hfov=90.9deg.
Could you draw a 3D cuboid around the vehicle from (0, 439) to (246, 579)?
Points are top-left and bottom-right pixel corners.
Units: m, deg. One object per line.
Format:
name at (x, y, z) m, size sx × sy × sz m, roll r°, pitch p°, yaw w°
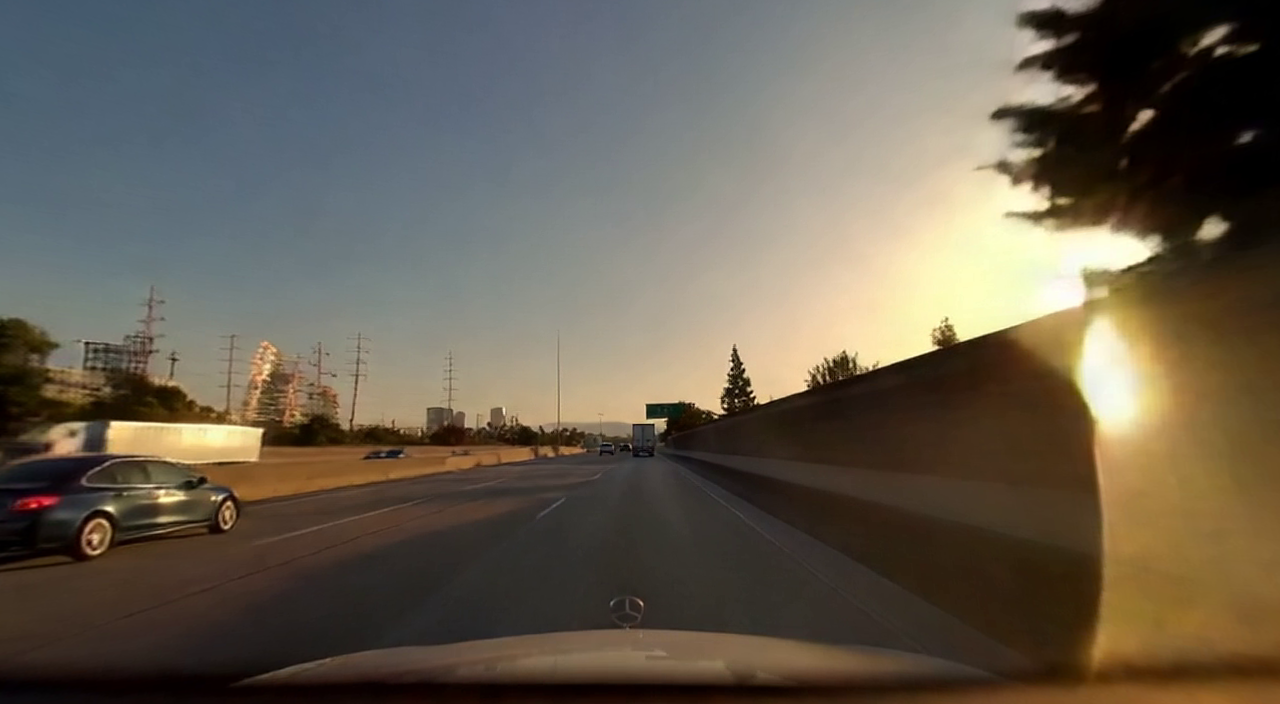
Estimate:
vehicle at (-7.784, 1.934, 8.526) m, size 1.979 × 1.470 × 4.485 m, roll 0°, pitch -8°, yaw 1°
